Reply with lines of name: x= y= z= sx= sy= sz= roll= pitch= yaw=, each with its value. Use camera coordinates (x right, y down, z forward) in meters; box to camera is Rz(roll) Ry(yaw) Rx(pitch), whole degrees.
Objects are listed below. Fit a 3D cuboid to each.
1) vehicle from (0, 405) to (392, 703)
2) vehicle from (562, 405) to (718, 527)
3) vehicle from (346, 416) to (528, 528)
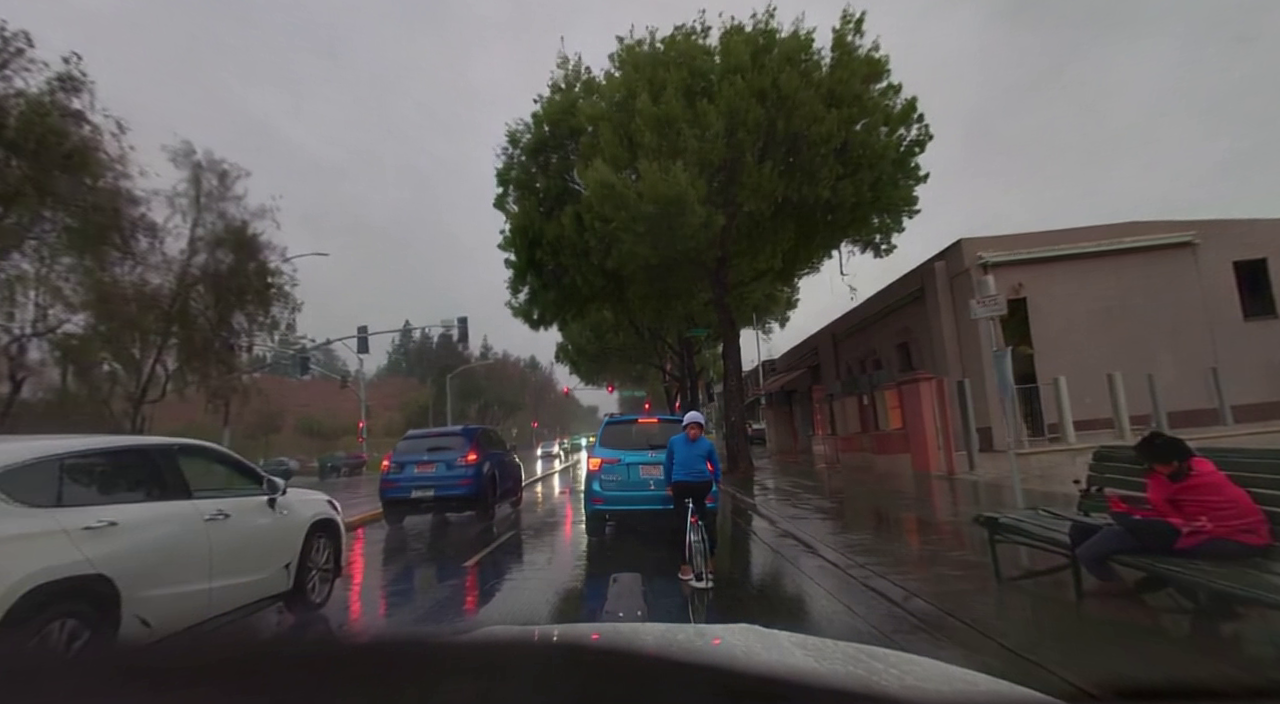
vehicle: x=-3.584 y=1.235 z=4.295 sx=2.064 sy=1.486 sz=4.140 roll=0 pitch=-9 yaw=1
vehicle: x=-0.049 y=2.159 z=12.457 sx=2.426 sy=1.882 sz=5.027 roll=0 pitch=-9 yaw=-1
vehicle: x=-3.609 y=2.237 z=12.286 sx=2.046 sy=1.750 sz=4.452 roll=0 pitch=-9 yaw=0
